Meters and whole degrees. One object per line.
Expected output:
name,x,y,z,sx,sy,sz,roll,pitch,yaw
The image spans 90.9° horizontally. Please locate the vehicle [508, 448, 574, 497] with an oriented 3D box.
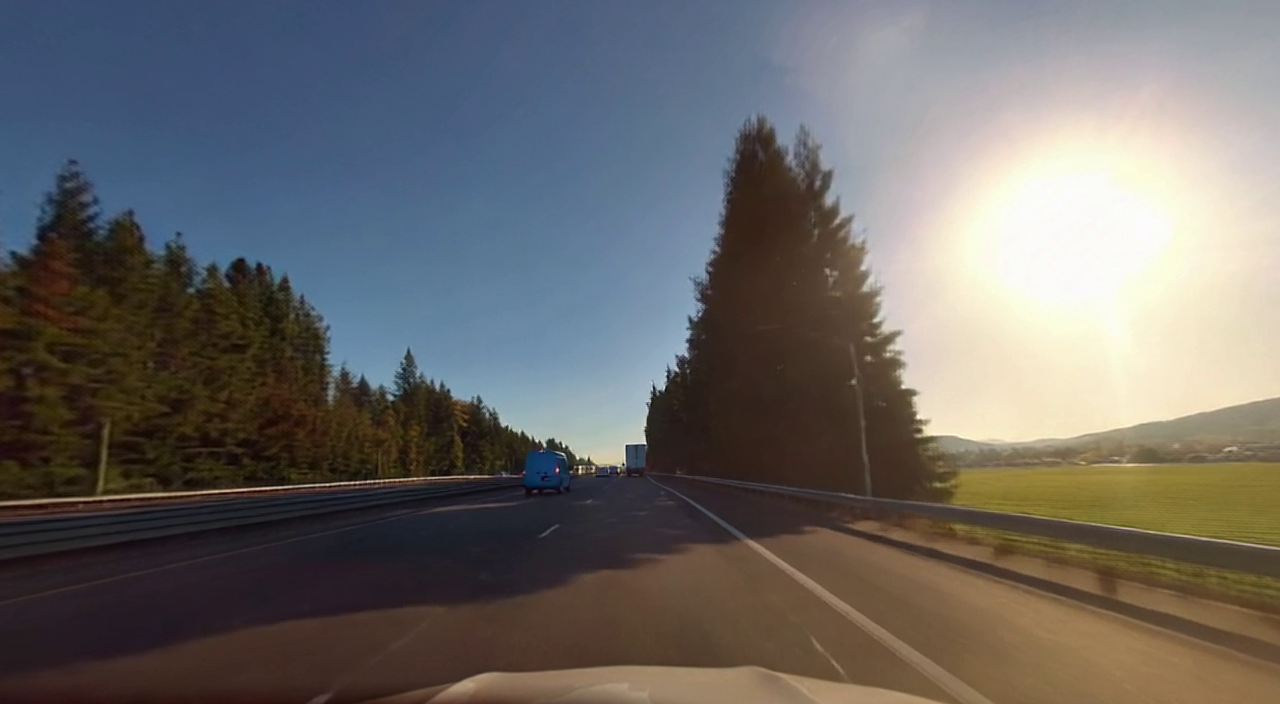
vehicle,-4.320,5.389,28.372,2.208,1.973,4.716,1,-10,0
